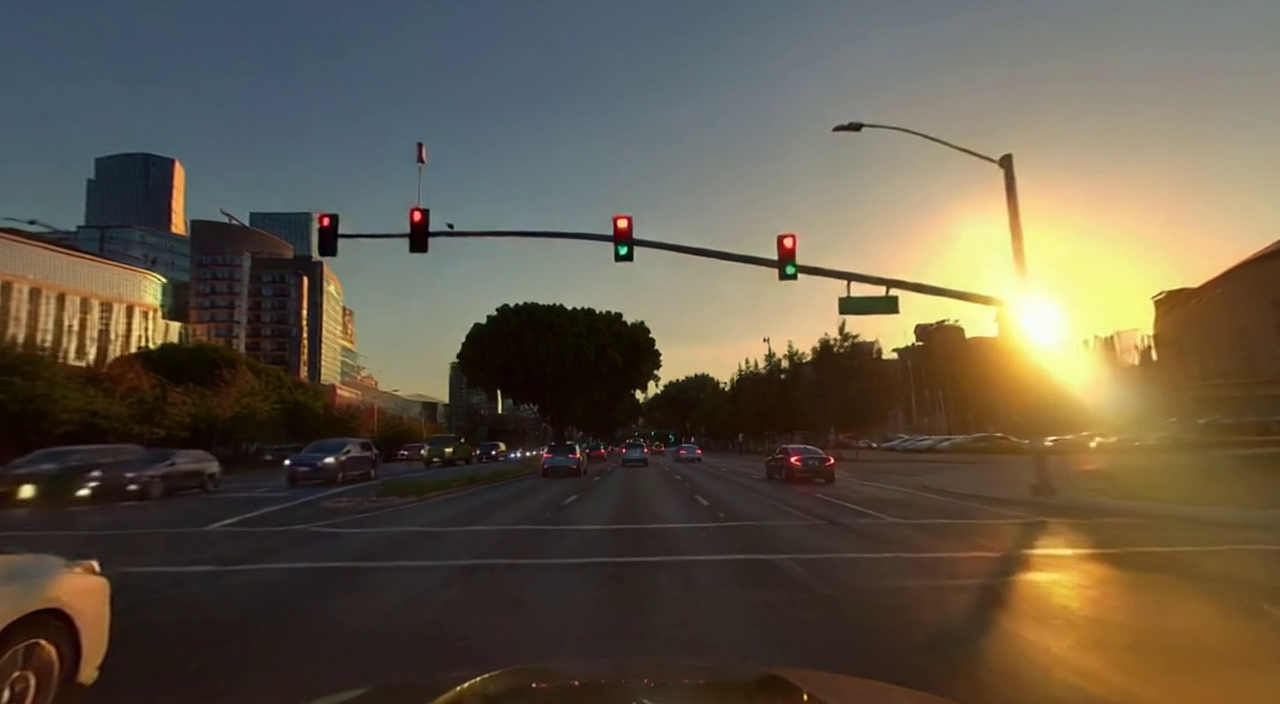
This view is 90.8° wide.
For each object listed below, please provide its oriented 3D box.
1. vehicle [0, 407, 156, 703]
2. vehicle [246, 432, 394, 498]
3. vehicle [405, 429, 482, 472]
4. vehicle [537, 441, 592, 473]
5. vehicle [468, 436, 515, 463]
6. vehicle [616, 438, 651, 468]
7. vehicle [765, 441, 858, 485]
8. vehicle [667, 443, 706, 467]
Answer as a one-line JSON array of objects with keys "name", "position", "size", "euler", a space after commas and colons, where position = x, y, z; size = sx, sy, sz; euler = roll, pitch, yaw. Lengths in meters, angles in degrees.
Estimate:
[{"name": "vehicle", "position": [-3.696, 0.772, 1.269], "size": [2.018, 1.476, 4.364], "euler": [0, -8, -1]}, {"name": "vehicle", "position": [-8.983, 3.138, 18.202], "size": [1.929, 1.492, 4.430], "euler": [-5, -7, 1]}, {"name": "vehicle", "position": [-9.236, 4.642, 30.090], "size": [2.185, 1.752, 4.599], "euler": [-4, -8, 0]}, {"name": "vehicle", "position": [-3.719, 5.266, 31.921], "size": [2.163, 1.474, 4.413], "euler": [0, -8, 0]}, {"name": "vehicle", "position": [-9.414, 6.217, 40.353], "size": [2.026, 1.639, 4.496], "euler": [0, -8, -1]}, {"name": "vehicle", "position": [-0.358, 6.109, 38.431], "size": [2.008, 1.716, 4.125], "euler": [0, -8, 0]}, {"name": "vehicle", "position": [6.212, 4.052, 23.497], "size": [2.028, 1.451, 4.625], "euler": [0, -8, -2]}, {"name": "vehicle", "position": [2.905, 6.483, 40.144], "size": [2.014, 1.430, 4.103], "euler": [0, -8, -2]}]
